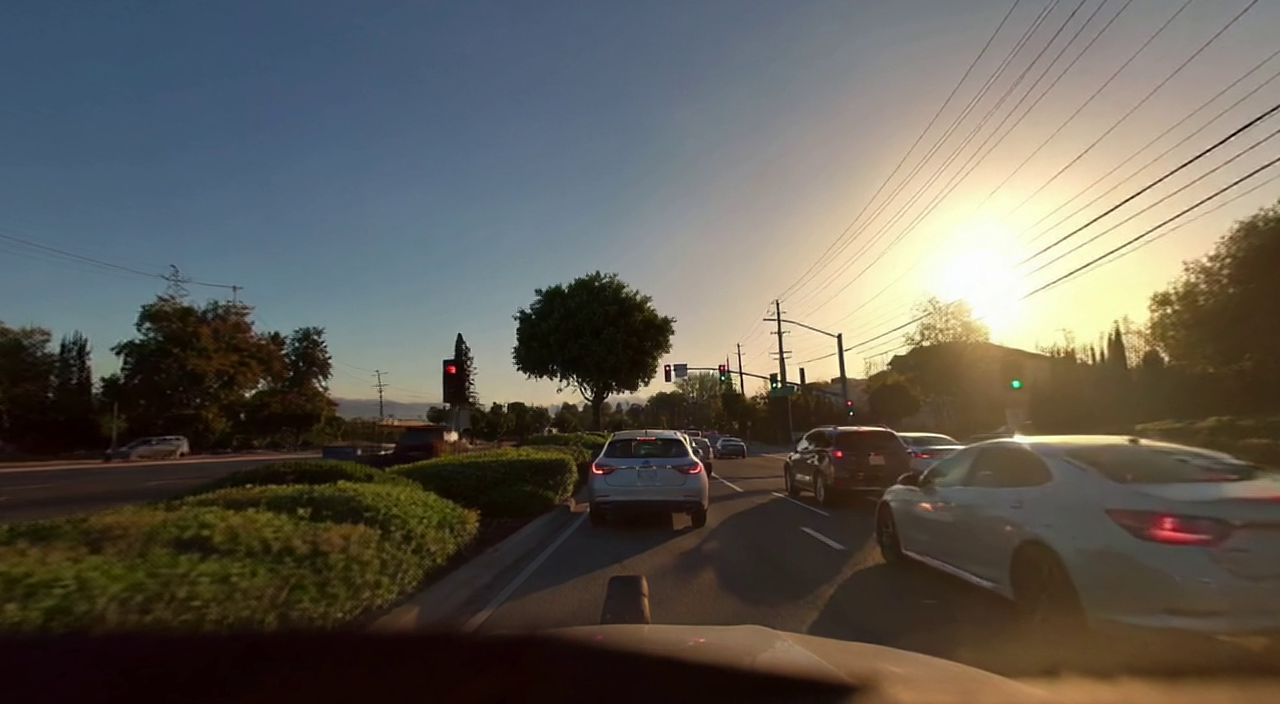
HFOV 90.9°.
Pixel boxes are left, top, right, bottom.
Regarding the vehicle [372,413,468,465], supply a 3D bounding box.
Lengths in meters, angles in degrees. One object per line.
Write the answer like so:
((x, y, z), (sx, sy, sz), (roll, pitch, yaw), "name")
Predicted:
((-15.822, 6.473, 46.427), (3.085, 3.375, 9.783), (-1, -8, 3), "vehicle")

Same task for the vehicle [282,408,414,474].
((-16.415, 5.172, 36.403), (2.934, 3.328, 8.716), (-1, -8, 4), "vehicle")

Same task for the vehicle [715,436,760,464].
((5.604, 5.718, 36.835), (1.995, 1.491, 4.133), (0, -8, 1), "vehicle")

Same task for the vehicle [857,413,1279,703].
((3.581, 1.347, 5.209), (2.028, 1.454, 4.531), (0, -8, 1), "vehicle")

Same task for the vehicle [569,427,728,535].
((0.141, 2.136, 11.067), (2.208, 1.498, 4.401), (0, -8, 1), "vehicle")
